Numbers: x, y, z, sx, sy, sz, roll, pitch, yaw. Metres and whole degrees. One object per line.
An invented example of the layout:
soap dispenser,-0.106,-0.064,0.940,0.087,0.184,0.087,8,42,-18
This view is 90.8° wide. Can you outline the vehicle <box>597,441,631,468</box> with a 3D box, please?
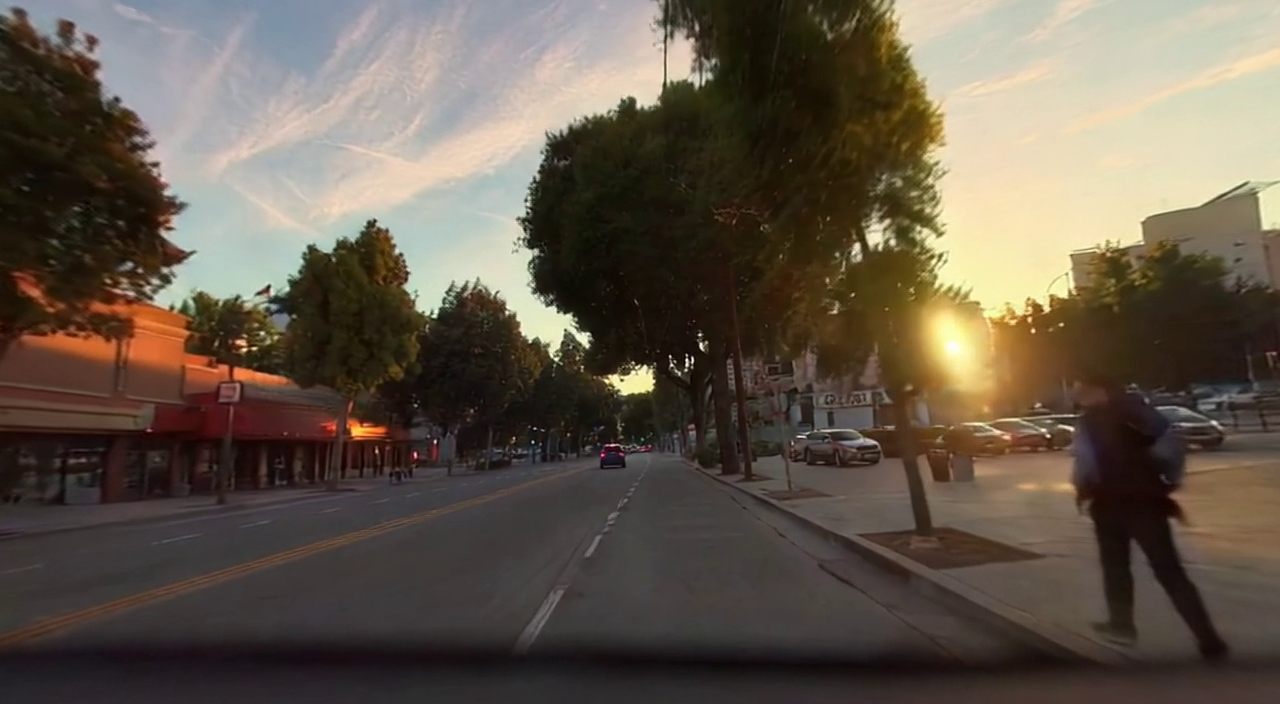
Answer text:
vehicle,-1.744,7.169,44.374,2.101,1.721,4.364,0,-8,2
